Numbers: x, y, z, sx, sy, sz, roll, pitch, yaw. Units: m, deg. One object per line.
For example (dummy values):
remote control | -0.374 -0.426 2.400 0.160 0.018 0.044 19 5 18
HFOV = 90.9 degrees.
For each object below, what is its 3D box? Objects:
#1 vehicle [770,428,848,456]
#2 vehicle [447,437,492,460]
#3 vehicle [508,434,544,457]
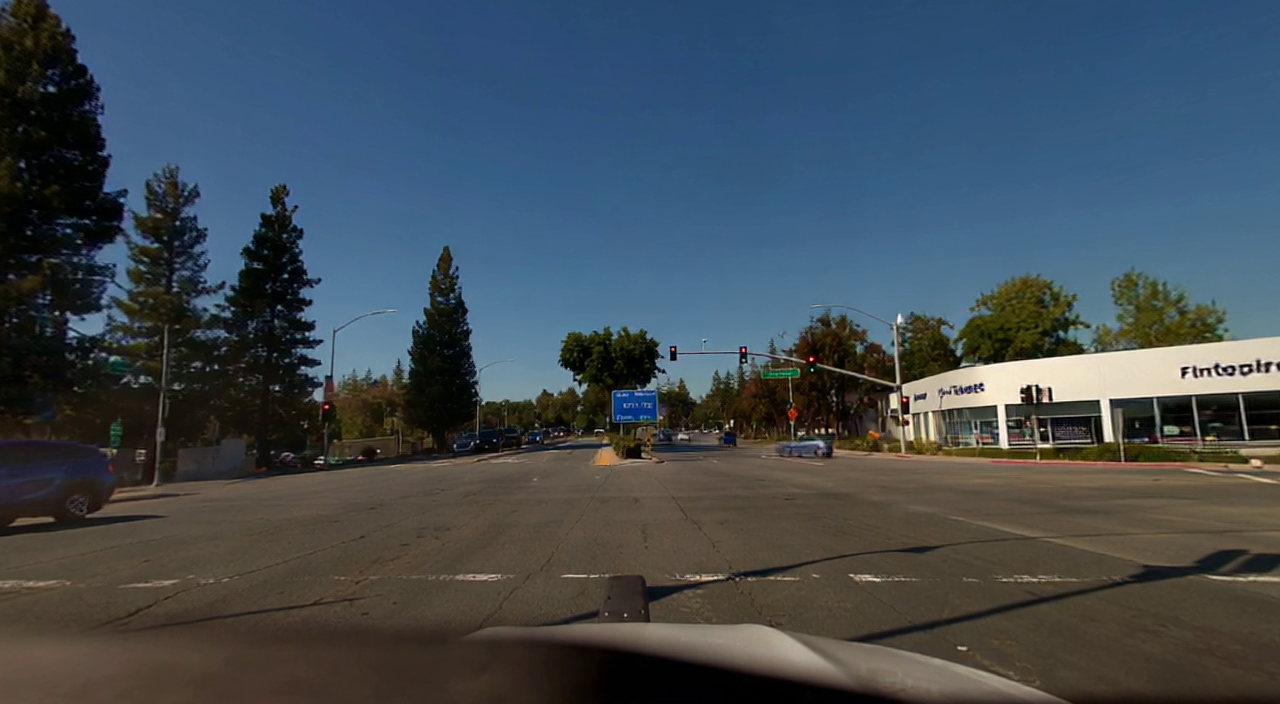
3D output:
vehicle | 10.805 5.797 40.558 1.936 1.664 4.667 6 -10 -34
vehicle | -11.765 6.685 43.898 2.111 1.499 4.371 0 -9 -3
vehicle | -8.067 6.658 45.075 1.920 1.546 4.086 0 -9 -1
